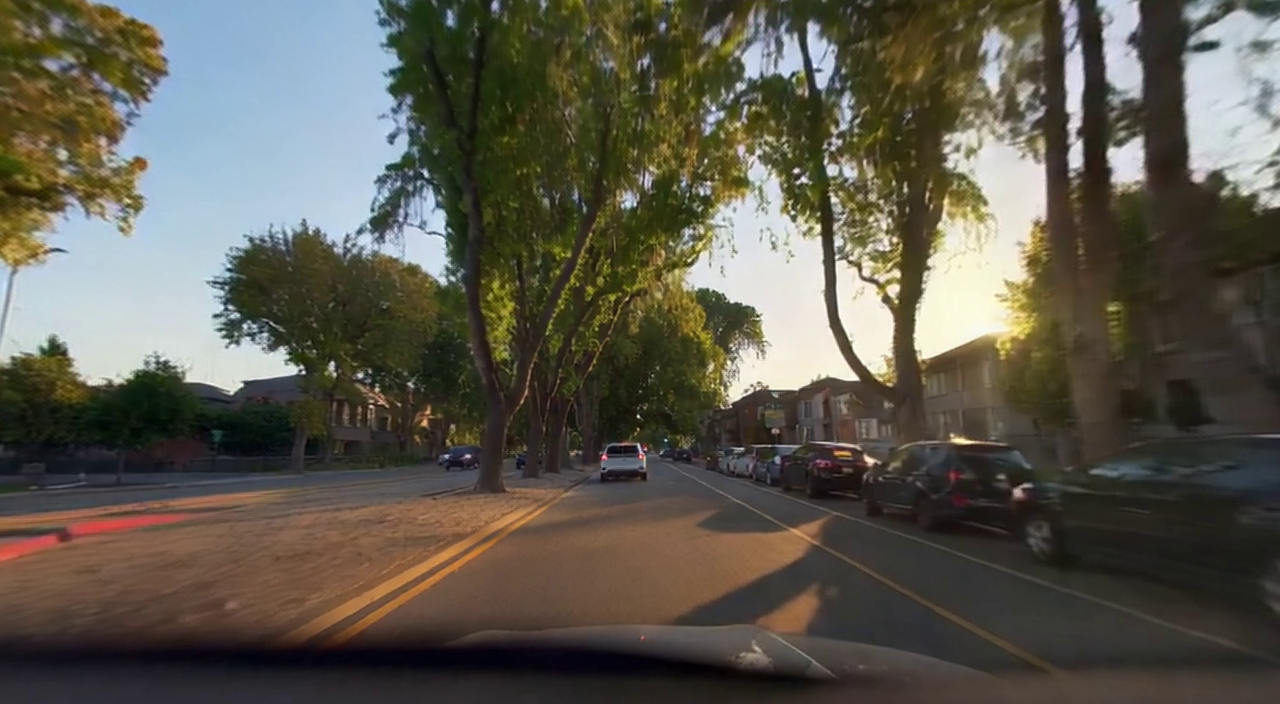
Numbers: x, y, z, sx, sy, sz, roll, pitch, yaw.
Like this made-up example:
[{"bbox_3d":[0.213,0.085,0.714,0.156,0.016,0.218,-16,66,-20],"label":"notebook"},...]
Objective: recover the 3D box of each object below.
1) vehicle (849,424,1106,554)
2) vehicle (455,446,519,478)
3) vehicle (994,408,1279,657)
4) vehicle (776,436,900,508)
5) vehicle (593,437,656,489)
[{"bbox_3d":[5.570,2.302,11.310,2.026,1.822,4.520,0,-9,-1],"label":"vehicle"},{"bbox_3d":[-7.611,5.517,32.033,2.105,1.474,4.808,0,-9,-1],"label":"vehicle"},{"bbox_3d":[5.422,1.406,5.401,2.018,1.708,4.541,0,-9,-2],"label":"vehicle"},{"bbox_3d":[5.534,3.391,18.360,2.053,1.799,4.446,0,-9,-1],"label":"vehicle"},{"bbox_3d":[-0.550,3.962,22.786,2.070,1.698,3.925,0,-9,-1],"label":"vehicle"}]
